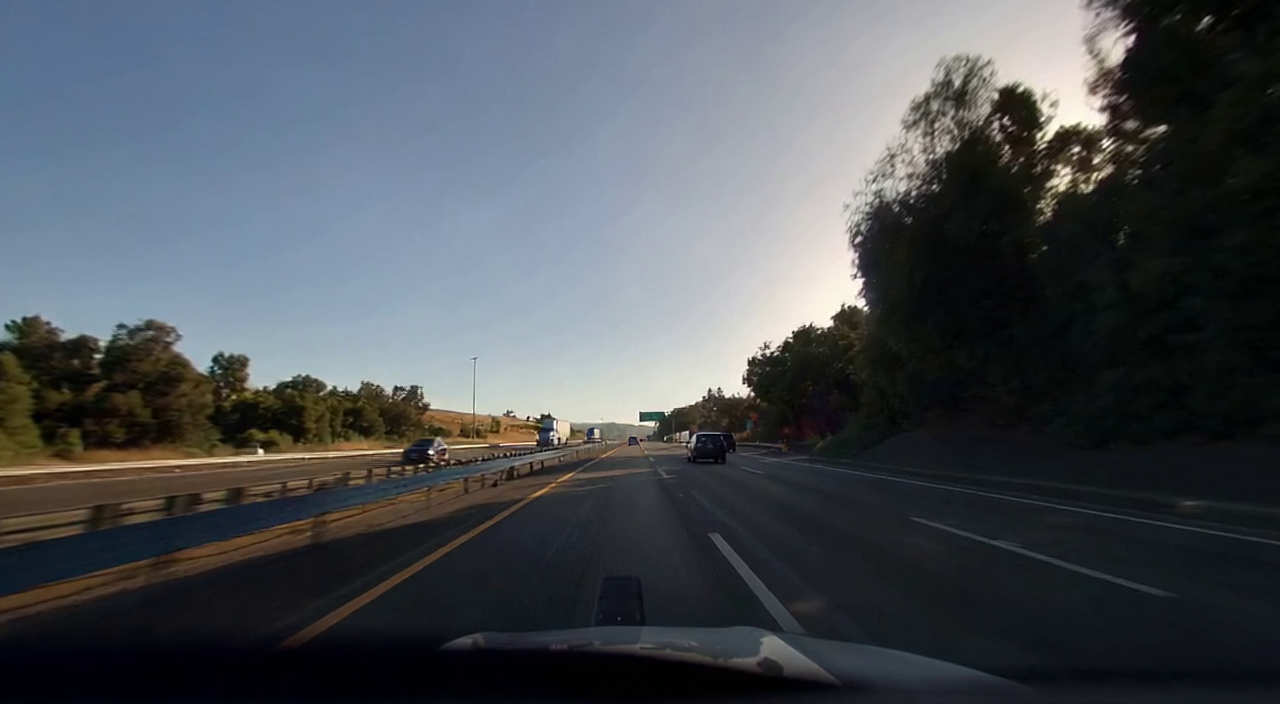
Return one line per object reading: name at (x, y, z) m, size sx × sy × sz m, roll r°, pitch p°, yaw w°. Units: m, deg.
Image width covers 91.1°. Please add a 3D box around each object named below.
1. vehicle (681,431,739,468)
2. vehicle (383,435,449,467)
vehicle at (3.120, 4.460, 29.060) m, size 2.084 × 1.583 × 4.420 m, roll 0°, pitch -8°, yaw -1°
vehicle at (-11.612, 5.164, 32.904) m, size 1.890 × 1.550 × 4.094 m, roll 0°, pitch -8°, yaw 1°
